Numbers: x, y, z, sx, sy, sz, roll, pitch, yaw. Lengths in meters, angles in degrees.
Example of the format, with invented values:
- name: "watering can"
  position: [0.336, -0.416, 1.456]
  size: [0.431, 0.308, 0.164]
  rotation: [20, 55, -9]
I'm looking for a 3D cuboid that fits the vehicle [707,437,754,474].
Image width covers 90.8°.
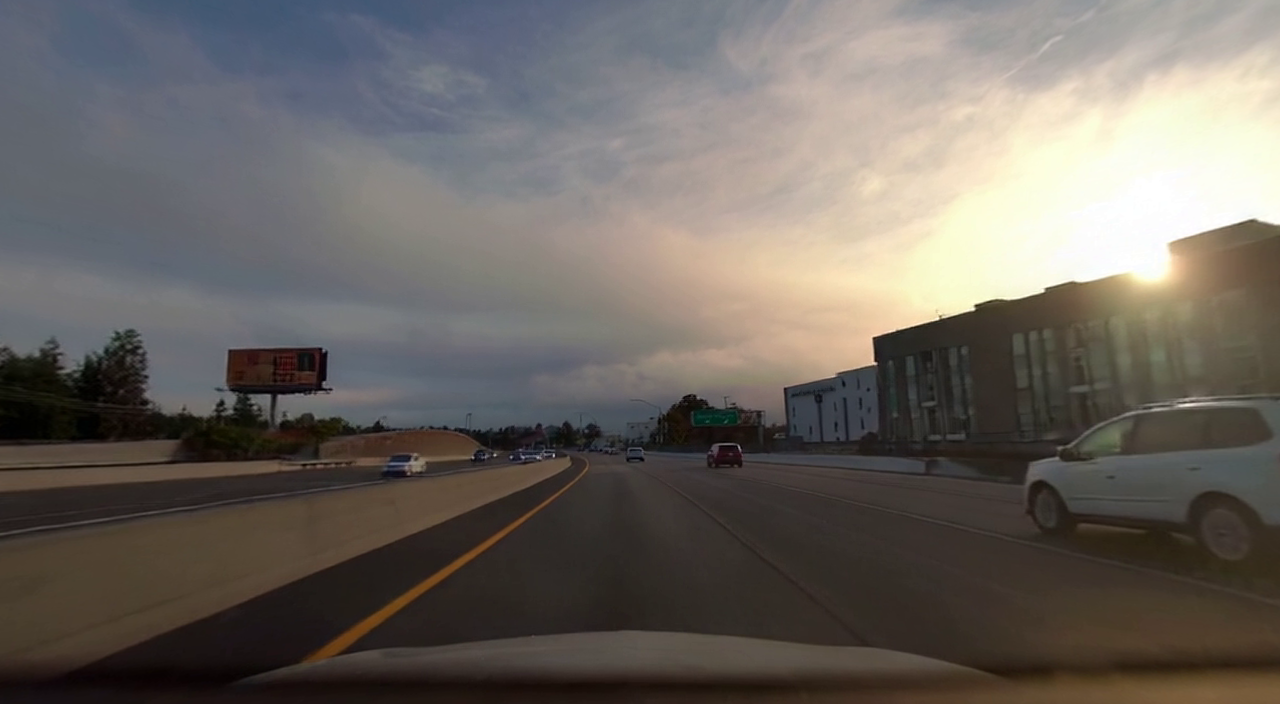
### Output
- name: "vehicle"
  position: [5.739, 6.649, 40.769]
  size: [2.043, 2.154, 4.731]
  rotation: [0, -9, -3]

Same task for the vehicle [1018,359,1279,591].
- name: "vehicle"
  position: [6.536, 1.205, 6.472]
  size: [2.181, 1.952, 4.973]
  rotation: [0, -9, 0]
